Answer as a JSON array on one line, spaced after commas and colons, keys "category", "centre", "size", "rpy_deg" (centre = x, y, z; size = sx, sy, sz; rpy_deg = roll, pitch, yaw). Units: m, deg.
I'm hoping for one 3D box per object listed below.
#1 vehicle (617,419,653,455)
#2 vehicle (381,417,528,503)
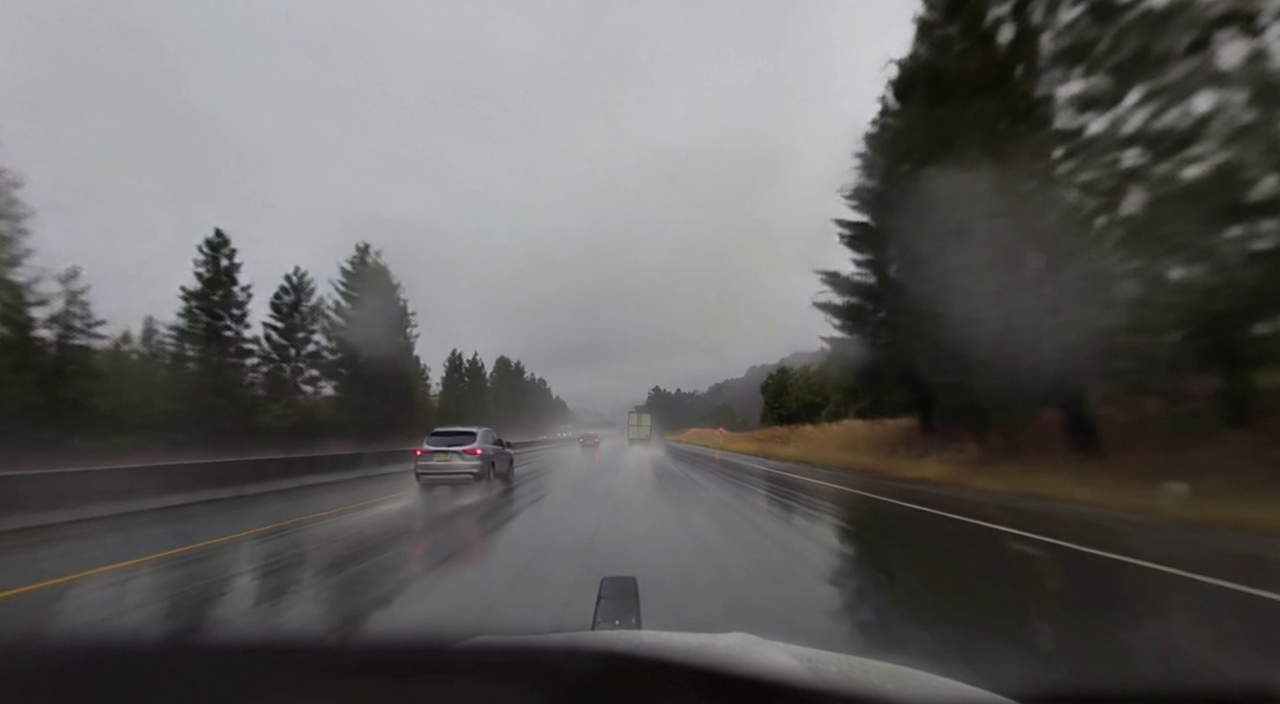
[{"category": "vehicle", "centre": [-0.393, 6.434, 47.562], "size": [2.526, 2.531, 5.026], "rpy_deg": [0, -8, -1]}, {"category": "vehicle", "centre": [-3.970, 2.378, 14.362], "size": [2.045, 1.655, 4.301], "rpy_deg": [0, -8, 0]}]
